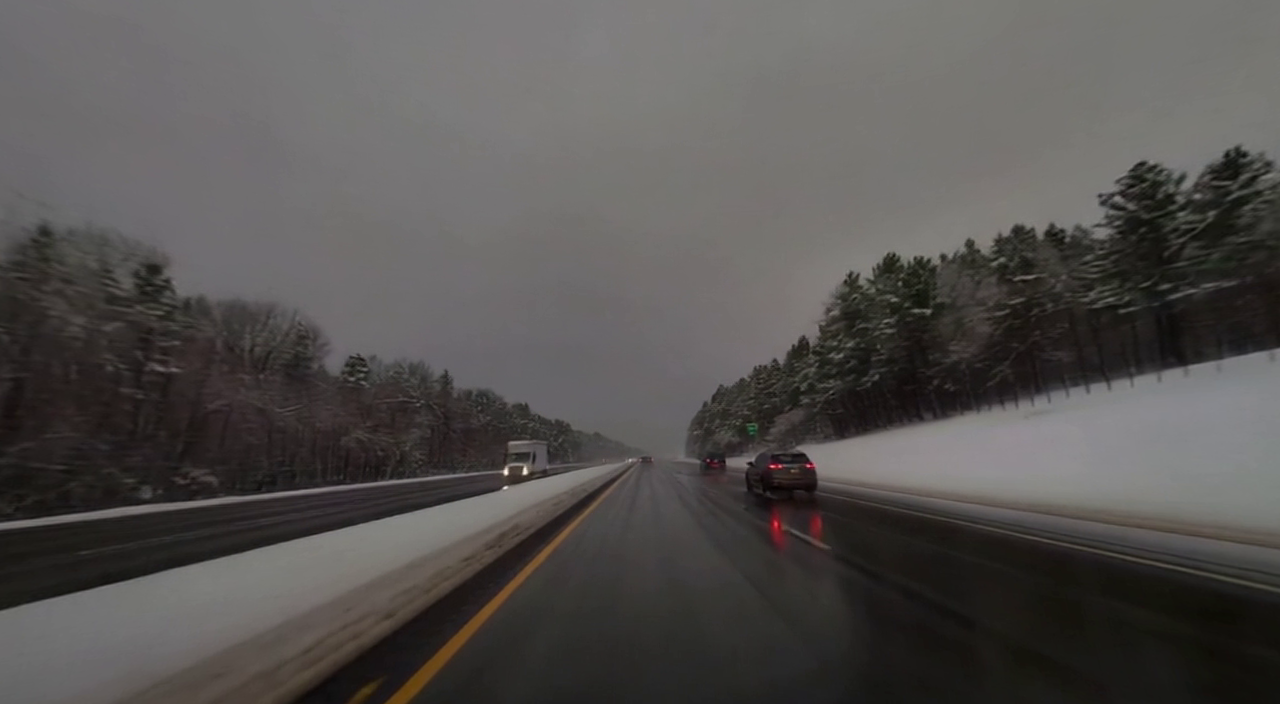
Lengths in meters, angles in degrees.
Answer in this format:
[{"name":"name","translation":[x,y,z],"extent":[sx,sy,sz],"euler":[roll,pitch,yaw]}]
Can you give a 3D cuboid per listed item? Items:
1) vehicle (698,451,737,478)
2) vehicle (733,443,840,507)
[{"name":"vehicle","translation":[5.144,7.473,42.153],"extent":[1.994,1.671,3.949],"euler":[0,-9,-1]},{"name":"vehicle","translation":[4.206,3.608,18.957],"extent":[2.122,1.662,4.392],"euler":[0,-9,0]}]
